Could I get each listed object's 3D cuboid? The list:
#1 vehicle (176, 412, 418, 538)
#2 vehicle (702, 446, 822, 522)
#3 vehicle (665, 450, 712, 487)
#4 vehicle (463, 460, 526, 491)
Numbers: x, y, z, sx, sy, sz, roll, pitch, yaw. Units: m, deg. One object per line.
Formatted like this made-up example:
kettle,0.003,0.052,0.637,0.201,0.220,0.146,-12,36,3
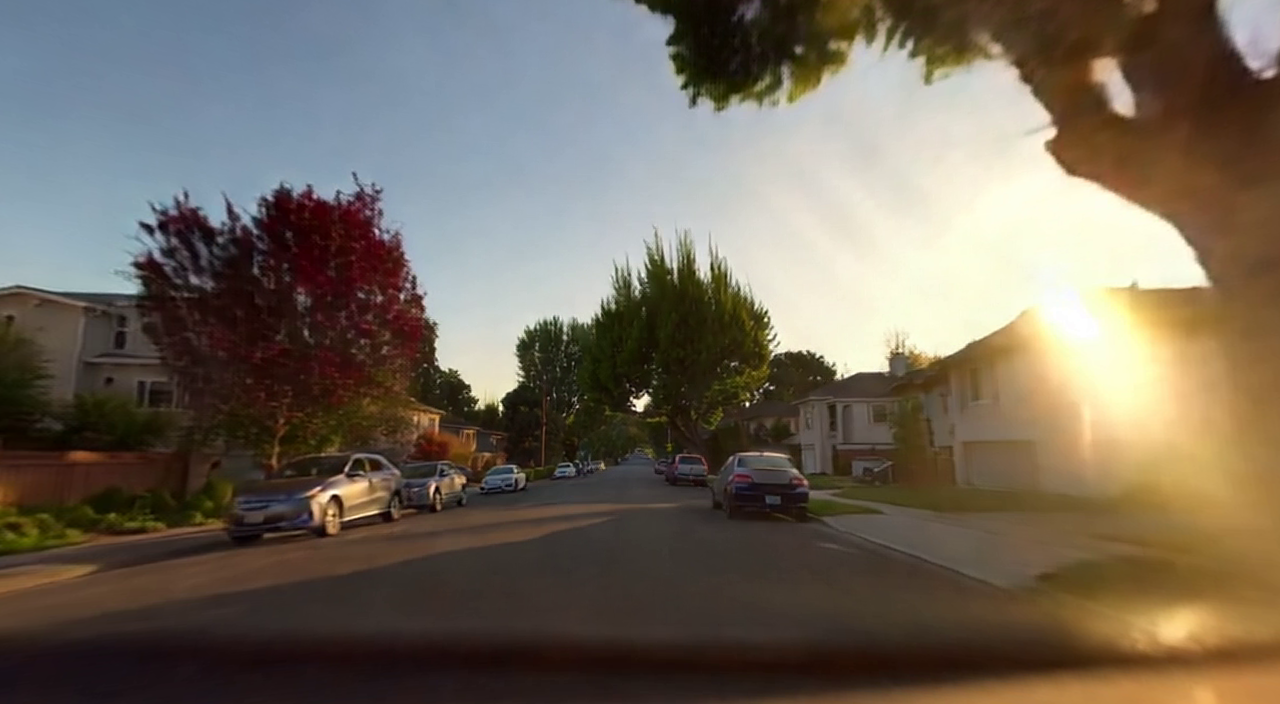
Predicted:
vehicle,-7.168,2.830,14.208,2.408,2.201,5.646,-1,-13,-2
vehicle,2.894,3.229,16.059,2.050,1.598,4.590,0,-8,-1
vehicle,2.657,6.519,35.633,2.262,1.870,4.948,0,-8,0
vehicle,-7.445,6.436,32.659,2.071,1.481,4.425,0,-11,1
